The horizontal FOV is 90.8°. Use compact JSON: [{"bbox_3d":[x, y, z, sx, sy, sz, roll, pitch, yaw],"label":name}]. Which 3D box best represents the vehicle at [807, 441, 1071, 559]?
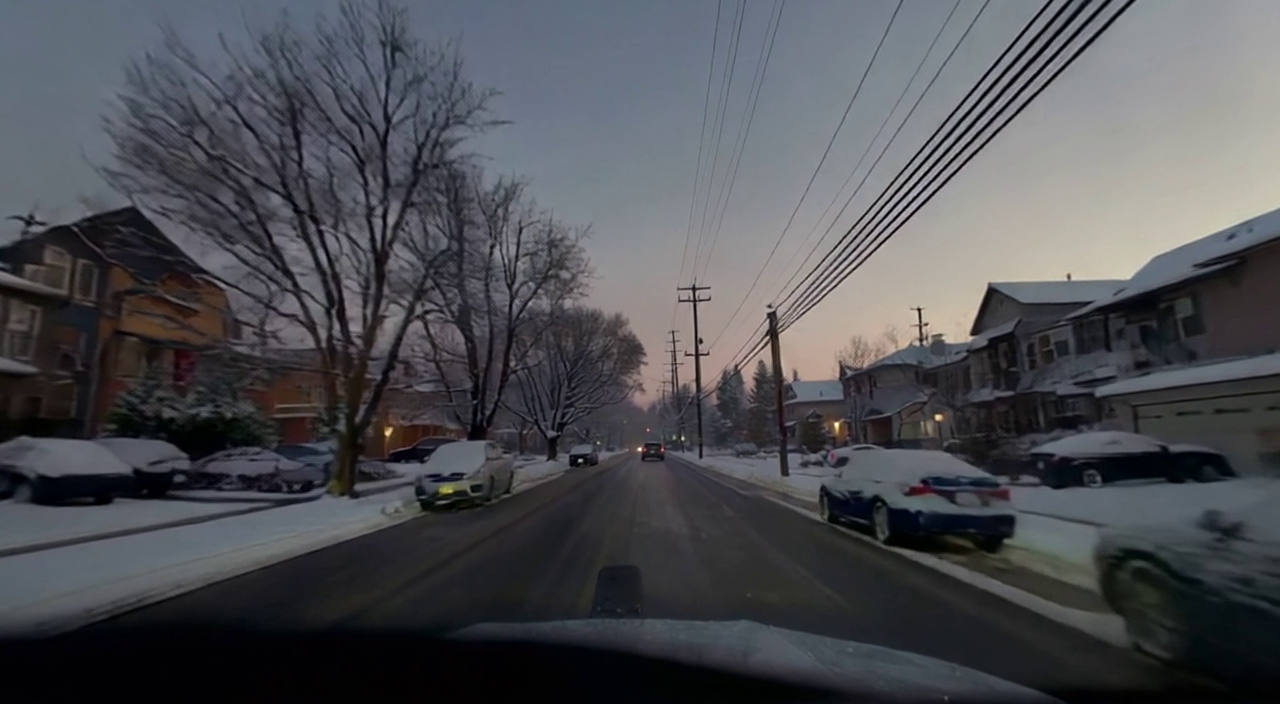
[{"bbox_3d":[4.478,2.258,10.549,2.094,1.490,4.739,0,-8,0],"label":"vehicle"}]

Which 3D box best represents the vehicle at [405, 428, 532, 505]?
[{"bbox_3d":[-4.590,3.103,17.873,2.164,1.810,5.044,1,-7,0],"label":"vehicle"}]

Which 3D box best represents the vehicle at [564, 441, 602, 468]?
[{"bbox_3d":[-4.032,7.376,45.591,2.207,1.669,4.363,-2,-7,1],"label":"vehicle"}]

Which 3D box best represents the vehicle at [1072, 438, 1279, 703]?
[{"bbox_3d":[4.298,1.076,2.518,2.031,1.471,4.328,0,-8,-1],"label":"vehicle"}]

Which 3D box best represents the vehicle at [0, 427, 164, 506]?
[{"bbox_3d":[-14.200,2.734,15.452,4.702,1.675,1.984,-4,-9,25],"label":"vehicle"}]
